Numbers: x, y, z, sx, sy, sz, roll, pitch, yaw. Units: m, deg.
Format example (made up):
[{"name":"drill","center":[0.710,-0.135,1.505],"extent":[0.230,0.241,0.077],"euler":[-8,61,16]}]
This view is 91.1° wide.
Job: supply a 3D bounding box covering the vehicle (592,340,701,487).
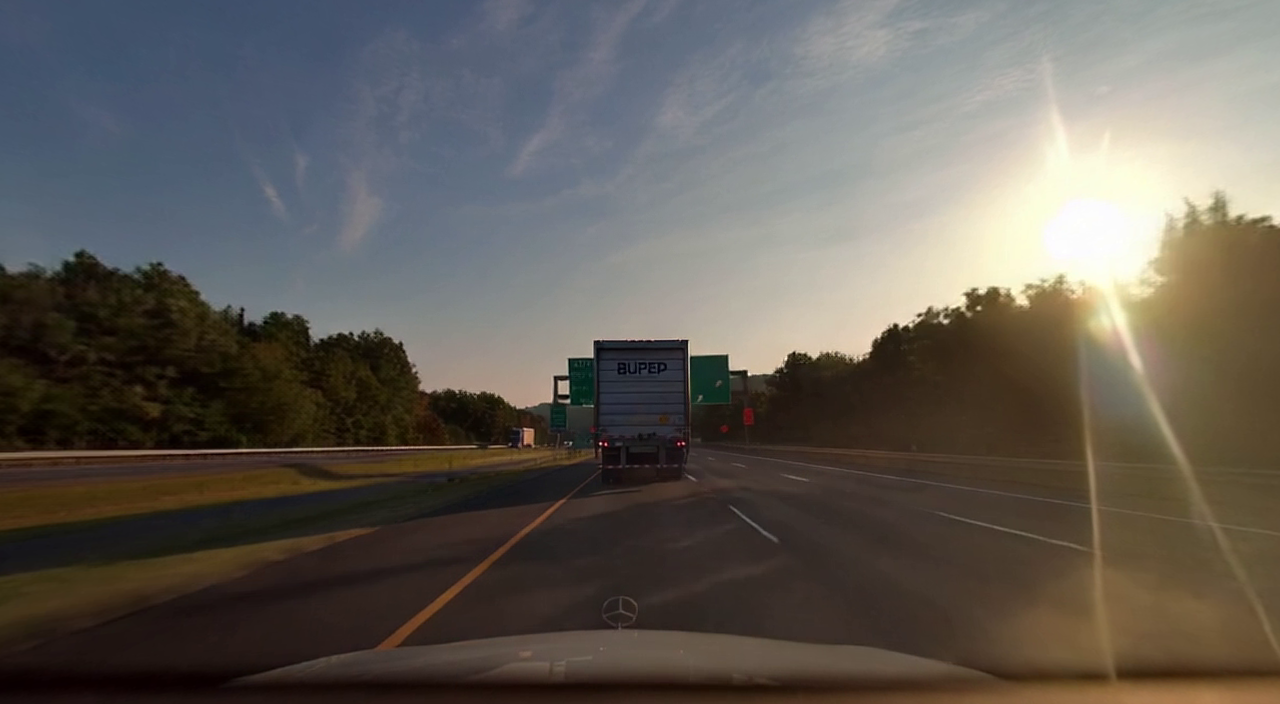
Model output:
[{"name":"vehicle","center":[0.127,2.192,21.018],"extent":[2.870,3.911,8.697],"euler":[0,-8,-1]}]
